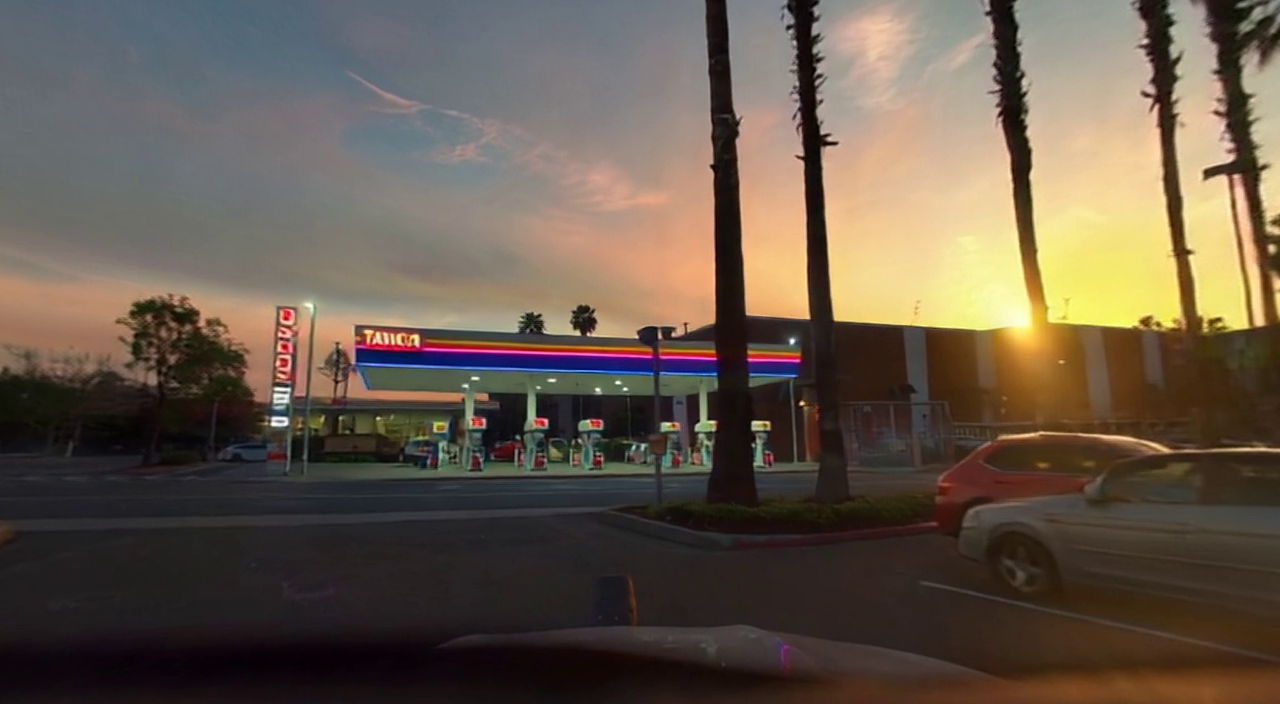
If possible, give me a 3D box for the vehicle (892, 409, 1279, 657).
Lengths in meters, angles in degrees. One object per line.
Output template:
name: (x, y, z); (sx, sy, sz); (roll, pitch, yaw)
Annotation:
vehicle: (4.511, 1.242, 4.793); (1.937, 1.490, 4.564); (5, -10, -28)
